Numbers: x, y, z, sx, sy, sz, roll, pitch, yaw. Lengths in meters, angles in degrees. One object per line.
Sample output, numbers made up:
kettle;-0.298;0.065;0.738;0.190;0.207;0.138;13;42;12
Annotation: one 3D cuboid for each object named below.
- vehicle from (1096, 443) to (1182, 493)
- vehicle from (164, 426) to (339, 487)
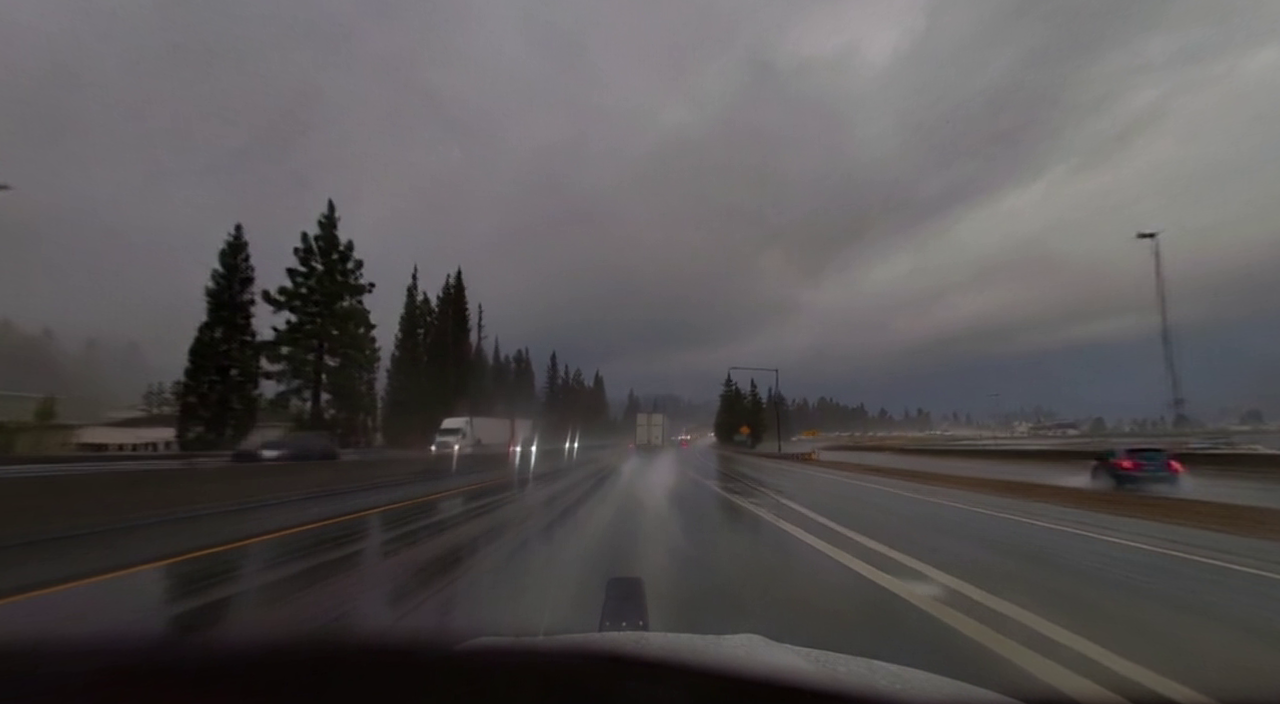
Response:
vehicle;25.149;5.741;31.735;4.629;2.287;2.607;8;-12;-44
vehicle;-13.068;3.576;21.891;2.386;1.811;5.807;0;-8;0
